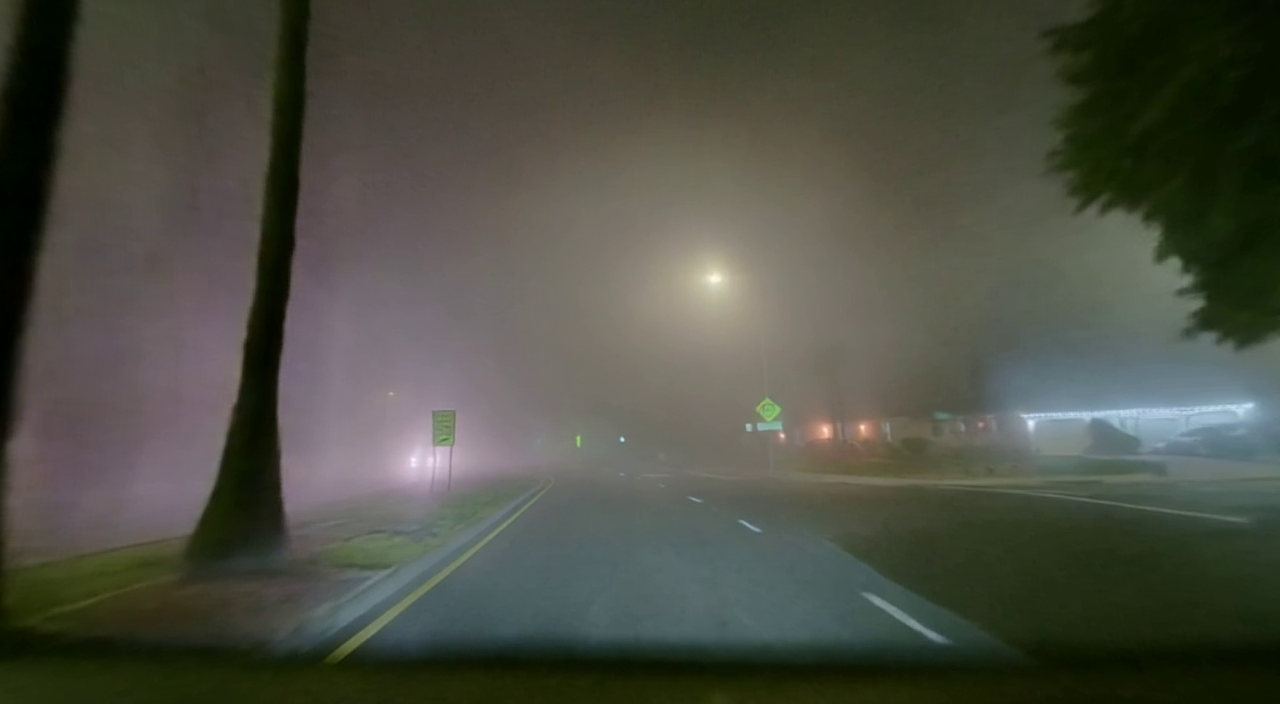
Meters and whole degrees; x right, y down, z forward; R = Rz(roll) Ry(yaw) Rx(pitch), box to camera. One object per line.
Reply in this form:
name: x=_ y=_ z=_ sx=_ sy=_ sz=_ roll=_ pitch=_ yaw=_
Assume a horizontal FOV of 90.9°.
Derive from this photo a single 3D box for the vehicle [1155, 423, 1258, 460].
vehicle: x=25.408 y=4.027 z=28.456 sx=1.702 sy=1.536 sz=3.896 roll=-1 pitch=-8 yaw=14
